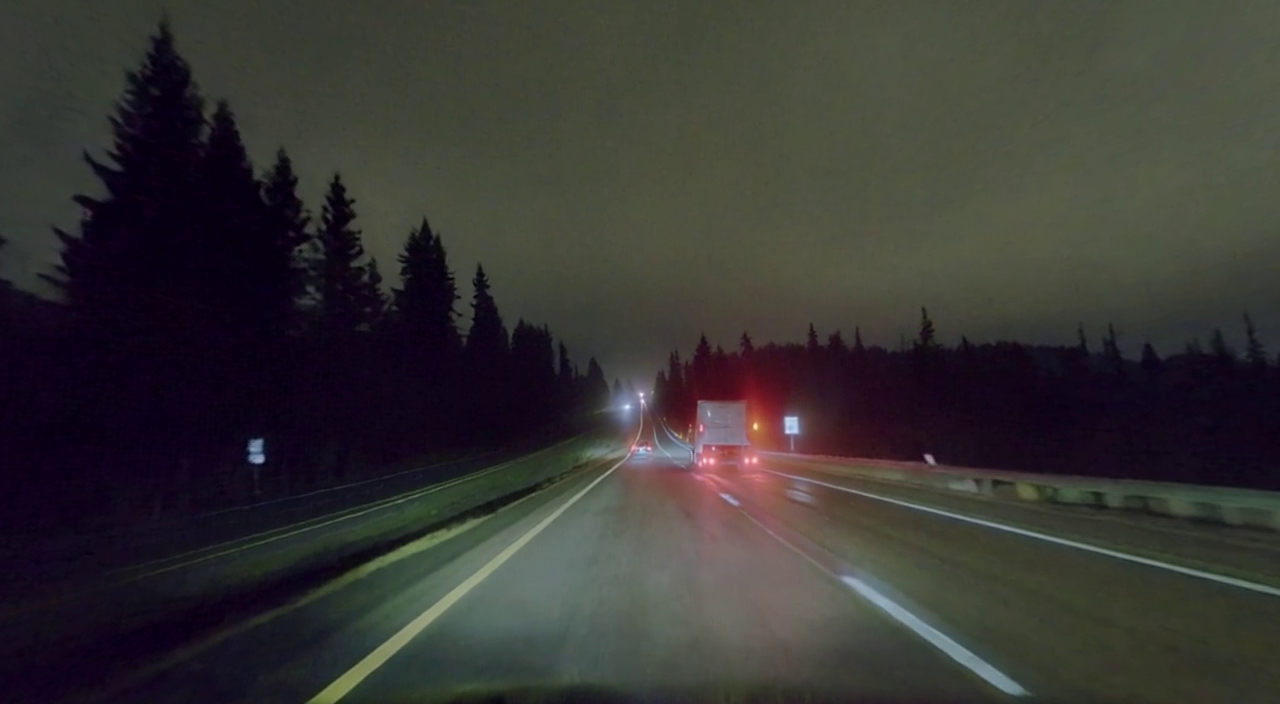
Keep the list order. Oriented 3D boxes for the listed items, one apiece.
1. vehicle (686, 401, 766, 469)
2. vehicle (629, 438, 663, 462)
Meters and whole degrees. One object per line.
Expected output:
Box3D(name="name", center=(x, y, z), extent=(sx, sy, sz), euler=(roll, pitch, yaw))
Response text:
Box3D(name="vehicle", center=(4.361, 4.534, 33.755), extent=(3.015, 3.211, 7.982), euler=(0, -9, -1))
Box3D(name="vehicle", center=(0.412, 6.673, 42.917), extent=(2.170, 1.544, 4.373), euler=(0, -9, 0))
